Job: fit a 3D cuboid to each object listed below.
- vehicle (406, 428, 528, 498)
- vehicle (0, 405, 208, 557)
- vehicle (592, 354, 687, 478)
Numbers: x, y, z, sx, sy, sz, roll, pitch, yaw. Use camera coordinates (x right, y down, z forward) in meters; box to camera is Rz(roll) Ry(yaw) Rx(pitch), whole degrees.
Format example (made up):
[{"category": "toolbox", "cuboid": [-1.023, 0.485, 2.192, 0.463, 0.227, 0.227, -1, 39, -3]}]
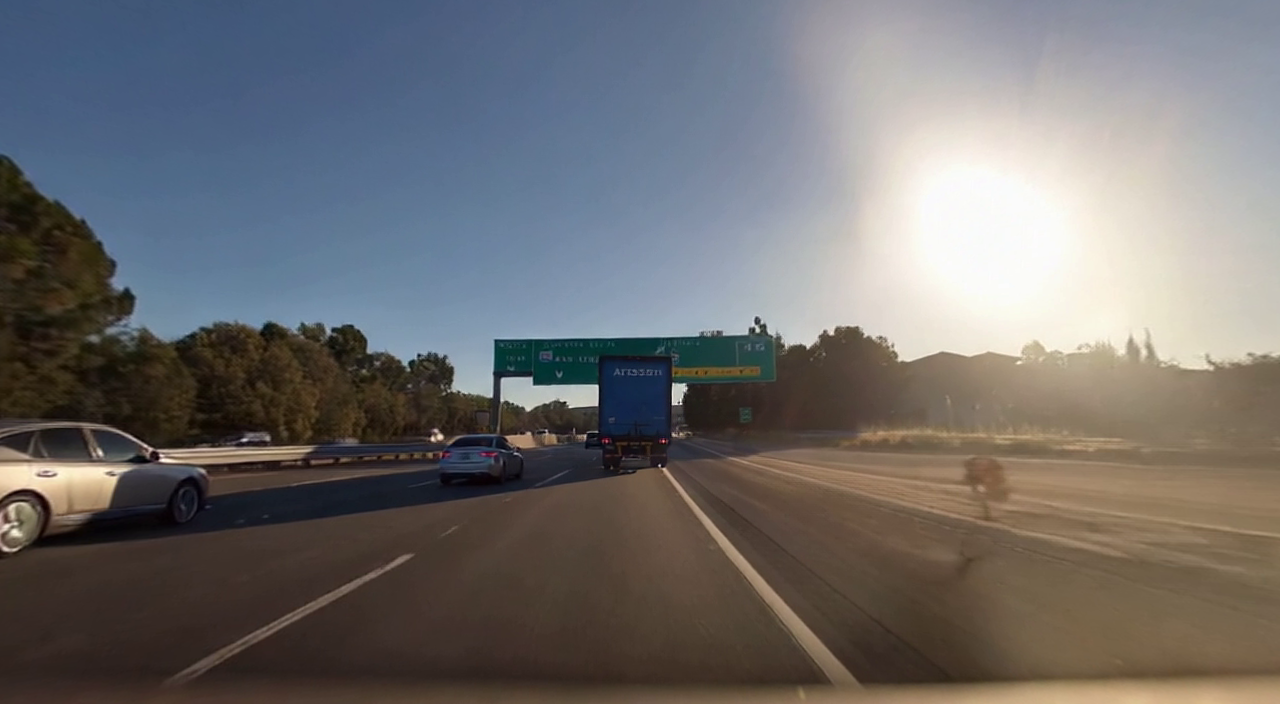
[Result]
[{"category": "vehicle", "cuboid": [-4.098, 2.680, 15.594, 1.933, 1.492, 3.838, 0, -8, 0]}, {"category": "vehicle", "cuboid": [-8.041, 1.590, 8.139, 1.990, 1.654, 4.129, 0, -8, -1]}, {"category": "vehicle", "cuboid": [-0.109, 2.818, 26.201, 3.118, 4.106, 10.719, 0, -8, -1]}]
